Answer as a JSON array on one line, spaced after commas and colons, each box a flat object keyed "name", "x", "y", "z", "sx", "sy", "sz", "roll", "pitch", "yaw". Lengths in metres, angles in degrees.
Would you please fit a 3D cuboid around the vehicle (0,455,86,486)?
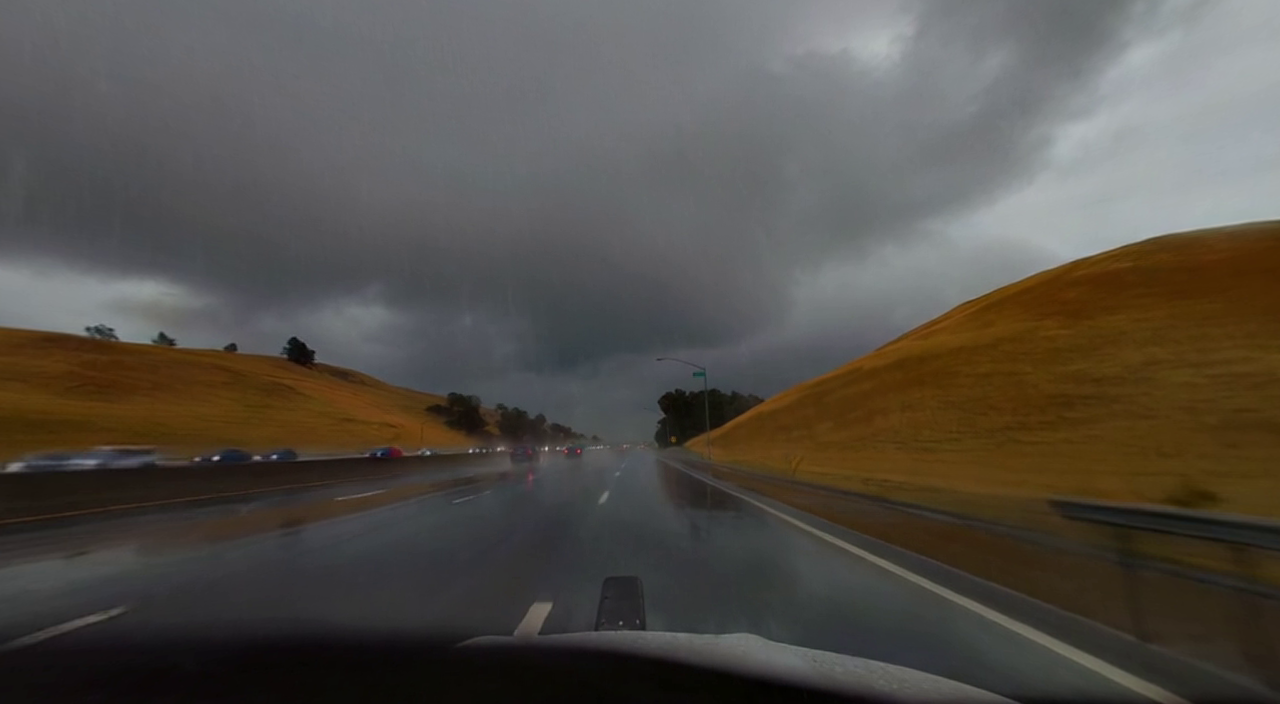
[{"name": "vehicle", "x": -32.317, "y": 6.277, "z": 33.543, "sx": 1.845, "sy": 1.473, "sz": 4.117, "roll": 0, "pitch": -9, "yaw": -2}]

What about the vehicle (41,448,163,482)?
[{"name": "vehicle", "x": -28.429, "y": 5.946, "z": 33.572, "sx": 1.972, "sy": 1.641, "sz": 5.205, "roll": 0, "pitch": -9, "yaw": -1}]
